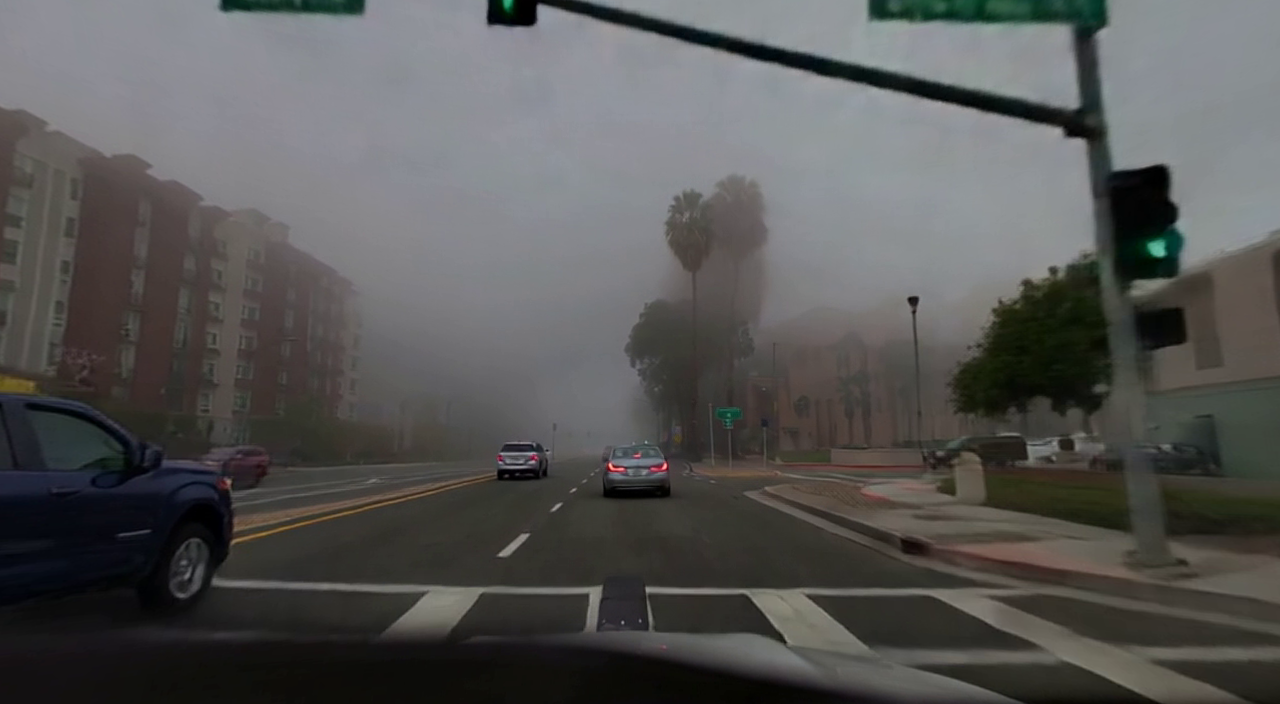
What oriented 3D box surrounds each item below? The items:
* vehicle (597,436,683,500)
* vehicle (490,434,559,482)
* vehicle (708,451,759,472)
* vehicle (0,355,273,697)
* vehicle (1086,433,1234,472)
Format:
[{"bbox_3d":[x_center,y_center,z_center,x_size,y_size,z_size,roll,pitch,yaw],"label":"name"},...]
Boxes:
[{"bbox_3d":[-0.073,3.194,17.672,2.122,1.562,4.152,0,-8,-2],"label":"vehicle"},{"bbox_3d":[-5.441,5.091,30.598,2.447,2.062,5.911,0,-8,-2],"label":"vehicle"},{"bbox_3d":[6.008,6.944,39.994,2.949,1.209,3.070,-2,-9,14],"label":"vehicle"},{"bbox_3d":[-4.691,0.916,3.077,2.187,1.904,6.103,0,-8,-1],"label":"vehicle"},{"bbox_3d":[26.767,5.197,32.464,5.602,1.903,2.128,0,-8,2],"label":"vehicle"}]
